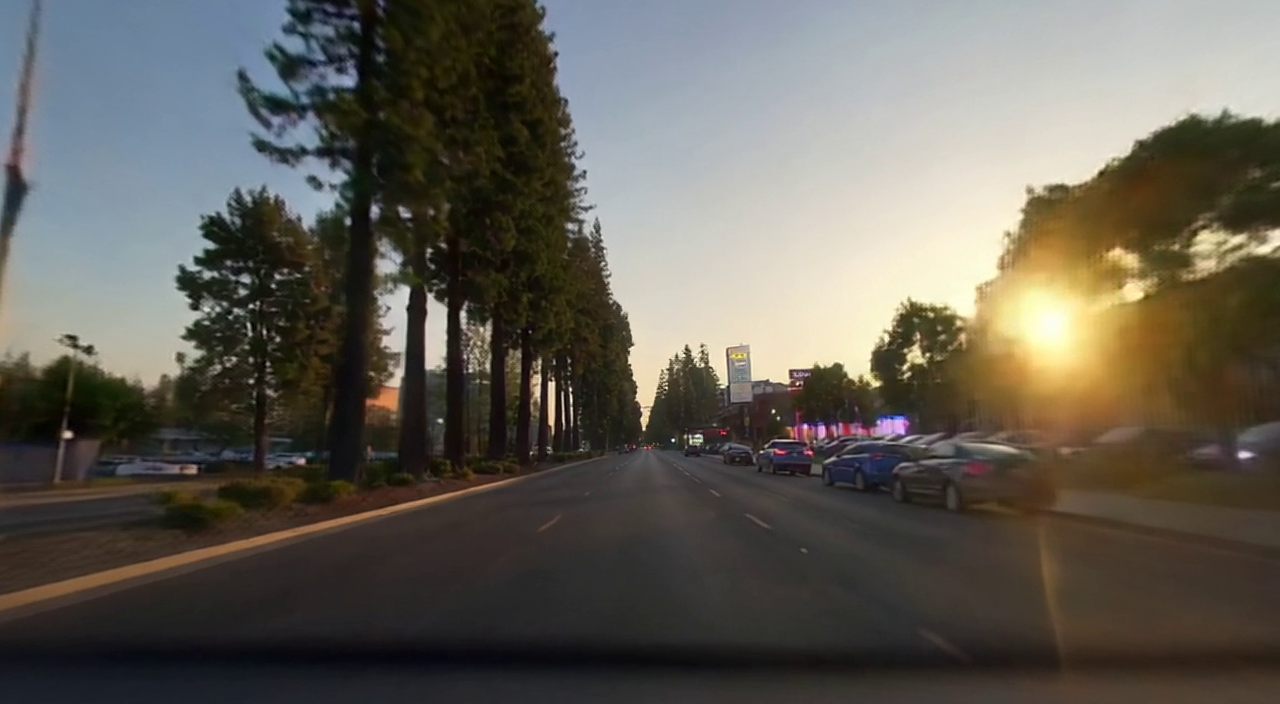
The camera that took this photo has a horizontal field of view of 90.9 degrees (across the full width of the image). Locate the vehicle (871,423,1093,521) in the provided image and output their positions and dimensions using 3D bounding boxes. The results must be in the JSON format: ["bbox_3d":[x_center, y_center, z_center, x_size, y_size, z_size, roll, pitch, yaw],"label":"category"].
[{"bbox_3d":[6.986,2.493,13.668,2.084,1.736,4.754,0,-8,-1],"label":"vehicle"}]

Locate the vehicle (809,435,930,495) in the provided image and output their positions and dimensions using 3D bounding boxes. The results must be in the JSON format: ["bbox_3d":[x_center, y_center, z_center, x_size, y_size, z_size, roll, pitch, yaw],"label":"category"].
[{"bbox_3d":[7.001,3.491,19.868,1.986,1.634,4.783,0,-8,0],"label":"vehicle"}]

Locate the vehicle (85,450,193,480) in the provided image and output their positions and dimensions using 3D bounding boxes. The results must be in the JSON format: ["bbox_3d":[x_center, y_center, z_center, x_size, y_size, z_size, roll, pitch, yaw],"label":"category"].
[{"bbox_3d":[-32.209,7.258,40.638,4.963,1.714,2.311,-2,-9,-1],"label":"vehicle"}]

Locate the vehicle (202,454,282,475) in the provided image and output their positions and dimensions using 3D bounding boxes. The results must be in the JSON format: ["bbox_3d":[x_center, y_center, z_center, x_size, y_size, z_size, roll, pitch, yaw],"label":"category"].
[{"bbox_3d":[-31.237,8.839,49.537,4.795,1.555,2.221,0,-9,1],"label":"vehicle"}]

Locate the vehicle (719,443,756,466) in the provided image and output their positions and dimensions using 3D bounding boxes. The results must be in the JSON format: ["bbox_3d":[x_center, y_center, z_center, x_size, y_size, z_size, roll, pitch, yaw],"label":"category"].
[{"bbox_3d":[7.432,7.873,48.521,2.122,1.602,4.928,-1,-9,1],"label":"vehicle"}]

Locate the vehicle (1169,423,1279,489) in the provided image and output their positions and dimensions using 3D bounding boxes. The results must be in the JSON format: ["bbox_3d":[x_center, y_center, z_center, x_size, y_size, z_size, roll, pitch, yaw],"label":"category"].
[{"bbox_3d":[16.721,2.559,15.689,5.222,1.515,2.044,0,-9,0],"label":"vehicle"}]

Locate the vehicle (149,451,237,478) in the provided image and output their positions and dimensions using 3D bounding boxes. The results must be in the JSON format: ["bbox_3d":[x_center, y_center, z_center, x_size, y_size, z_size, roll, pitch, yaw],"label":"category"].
[{"bbox_3d":[-32.184,8.115,45.517,4.663,1.861,2.194,0,-9,2],"label":"vehicle"}]
